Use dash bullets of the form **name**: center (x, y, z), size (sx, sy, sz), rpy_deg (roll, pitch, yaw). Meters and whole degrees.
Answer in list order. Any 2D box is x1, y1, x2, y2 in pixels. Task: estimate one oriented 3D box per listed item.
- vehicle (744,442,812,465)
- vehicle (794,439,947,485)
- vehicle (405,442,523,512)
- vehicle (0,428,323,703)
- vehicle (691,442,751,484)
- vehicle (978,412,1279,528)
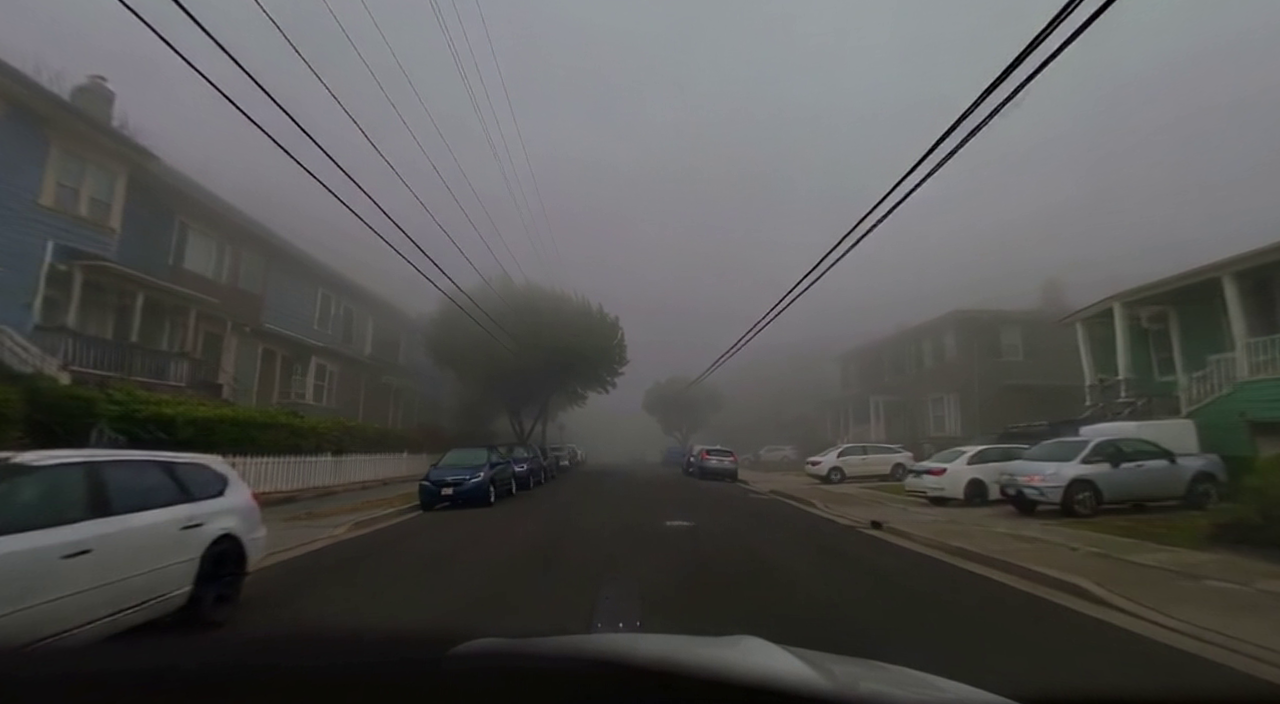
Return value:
- **vehicle**: center (9.305, 6.893, 42.835), size (4.148, 1.516, 1.976), rpy_deg (0, -8, -2)
- **vehicle**: center (7.739, 3.736, 21.597), size (4.480, 1.497, 1.884), rpy_deg (0, -9, 1)
- **vehicle**: center (-4.212, 3.024, 15.857), size (1.745, 1.490, 4.304), rpy_deg (0, -9, 0)
- **vehicle**: center (-4.049, 1.196, 3.645), size (1.925, 1.463, 4.700), rpy_deg (0, -9, 1)
- **vehicle**: center (3.228, 4.515, 25.938), size (1.916, 1.587, 3.986), rpy_deg (0, -9, 0)
- **vehicle**: center (8.838, 2.047, 11.252), size (4.512, 1.841, 1.912), rpy_deg (0, -9, -4)
